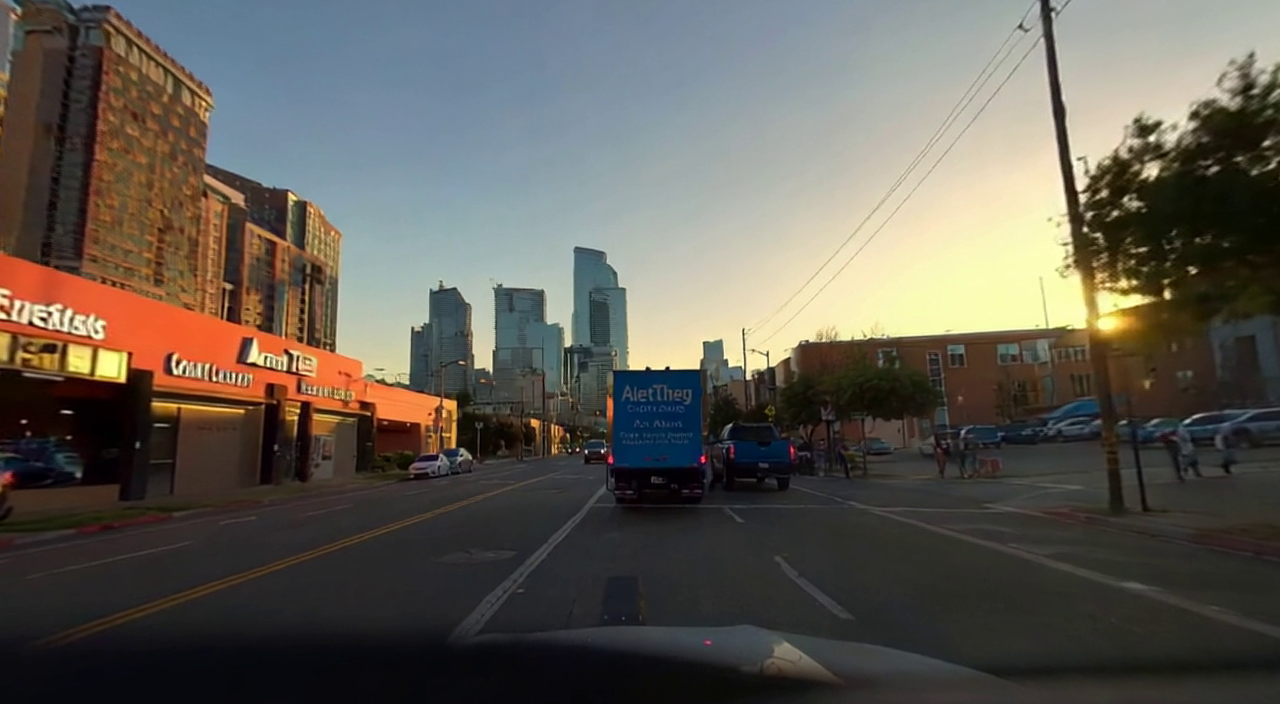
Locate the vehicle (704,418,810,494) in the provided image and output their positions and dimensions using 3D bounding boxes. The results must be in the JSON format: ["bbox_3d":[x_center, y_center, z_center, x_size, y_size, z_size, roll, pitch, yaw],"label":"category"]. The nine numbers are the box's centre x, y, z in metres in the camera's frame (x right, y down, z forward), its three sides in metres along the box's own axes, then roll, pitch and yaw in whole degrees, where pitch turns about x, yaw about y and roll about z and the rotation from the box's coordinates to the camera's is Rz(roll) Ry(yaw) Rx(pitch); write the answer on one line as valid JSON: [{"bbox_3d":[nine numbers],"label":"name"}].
[{"bbox_3d":[3.460,3.234,19.840,2.346,2.062,5.236,0,-8,0],"label":"vehicle"}]

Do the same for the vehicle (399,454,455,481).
[{"bbox_3d":[-13.165,7.167,39.138,1.901,1.508,4.405,0,-8,0],"label":"vehicle"}]

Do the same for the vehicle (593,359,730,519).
[{"bbox_3d":[0.294,2.046,14.725,2.517,2.926,6.177,0,-9,-2],"label":"vehicle"}]

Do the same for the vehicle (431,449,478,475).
[{"bbox_3d":[-13.003,7.742,44.352,1.943,1.682,4.365,0,-8,0],"label":"vehicle"}]
